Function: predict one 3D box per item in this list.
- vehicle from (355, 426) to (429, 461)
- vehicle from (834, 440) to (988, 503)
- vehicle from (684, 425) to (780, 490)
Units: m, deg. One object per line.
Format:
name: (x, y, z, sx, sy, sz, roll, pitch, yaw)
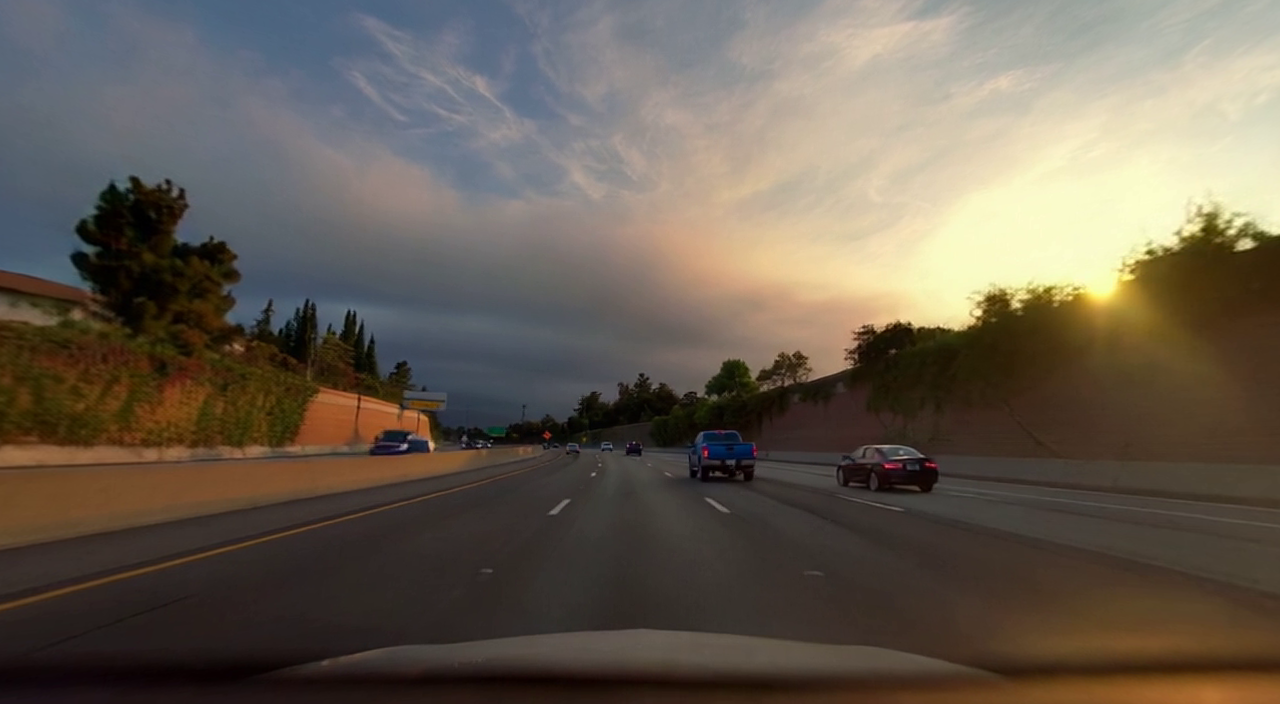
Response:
vehicle: (-14.825, 5.520, 38.121, 2.324, 1.948, 5.784, 0, -8, -2)
vehicle: (7.262, 3.225, 17.610, 1.976, 1.485, 4.925, 0, -8, -2)
vehicle: (3.028, 3.657, 22.230, 2.374, 1.952, 5.431, 0, -8, -2)
